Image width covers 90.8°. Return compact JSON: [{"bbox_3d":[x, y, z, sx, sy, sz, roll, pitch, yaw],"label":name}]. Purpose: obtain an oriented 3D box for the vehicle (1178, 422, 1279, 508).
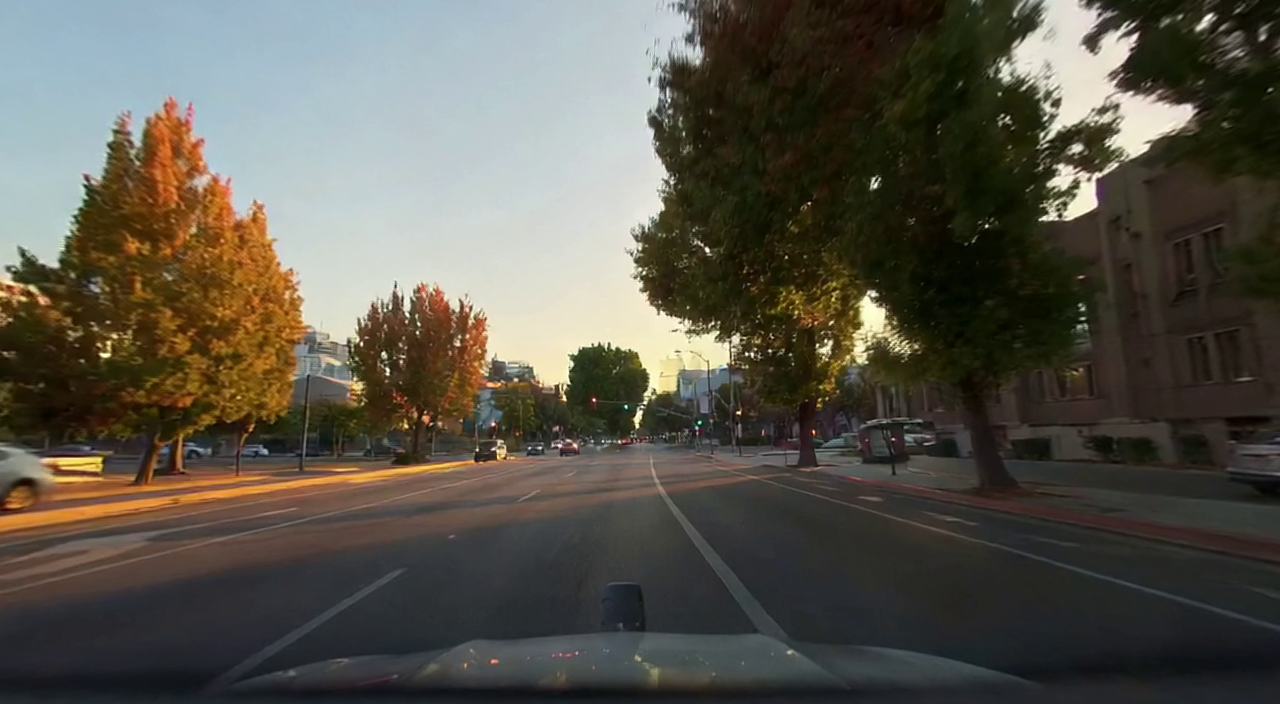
[{"bbox_3d":[12.895,2.054,11.698,3.922,1.449,2.033,0,-9,1],"label":"vehicle"}]
